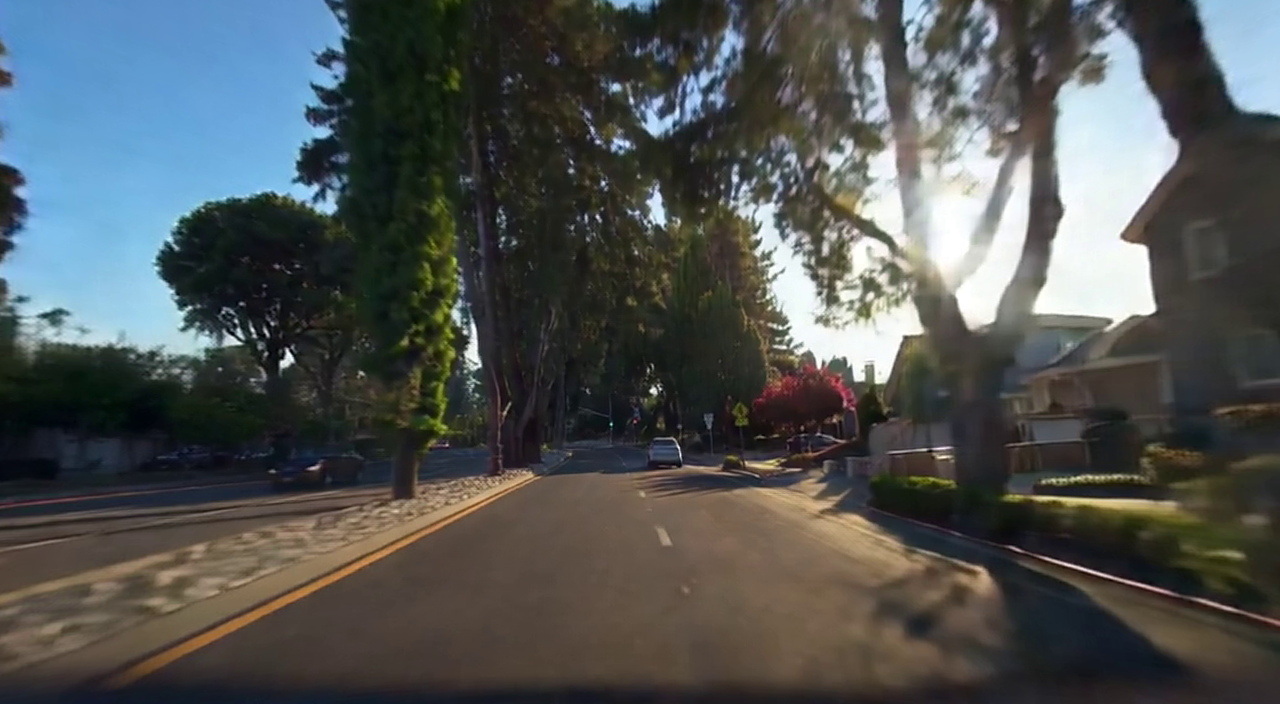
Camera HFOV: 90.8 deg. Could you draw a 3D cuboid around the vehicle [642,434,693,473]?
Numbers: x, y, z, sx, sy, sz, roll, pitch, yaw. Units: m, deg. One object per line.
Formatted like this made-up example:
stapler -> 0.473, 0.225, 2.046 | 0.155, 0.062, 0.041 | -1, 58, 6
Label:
vehicle -> 1.234, 4.860, 30.326 | 1.990, 1.707, 4.225 | 0, -8, -4
